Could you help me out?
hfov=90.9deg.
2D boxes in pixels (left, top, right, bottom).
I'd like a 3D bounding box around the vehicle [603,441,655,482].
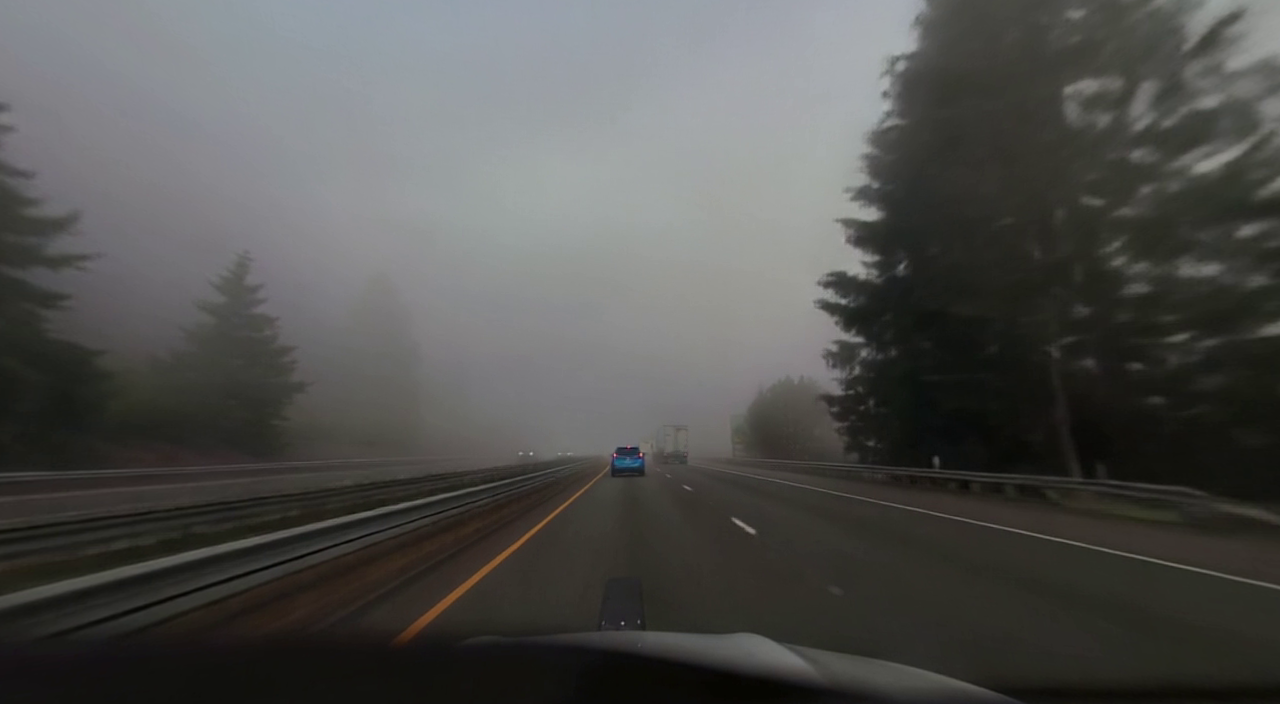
[{"bbox_3d":[-0.482,4.951,28.771,2.190,1.706,4.062,0,-9,-1],"label":"vehicle"}]
